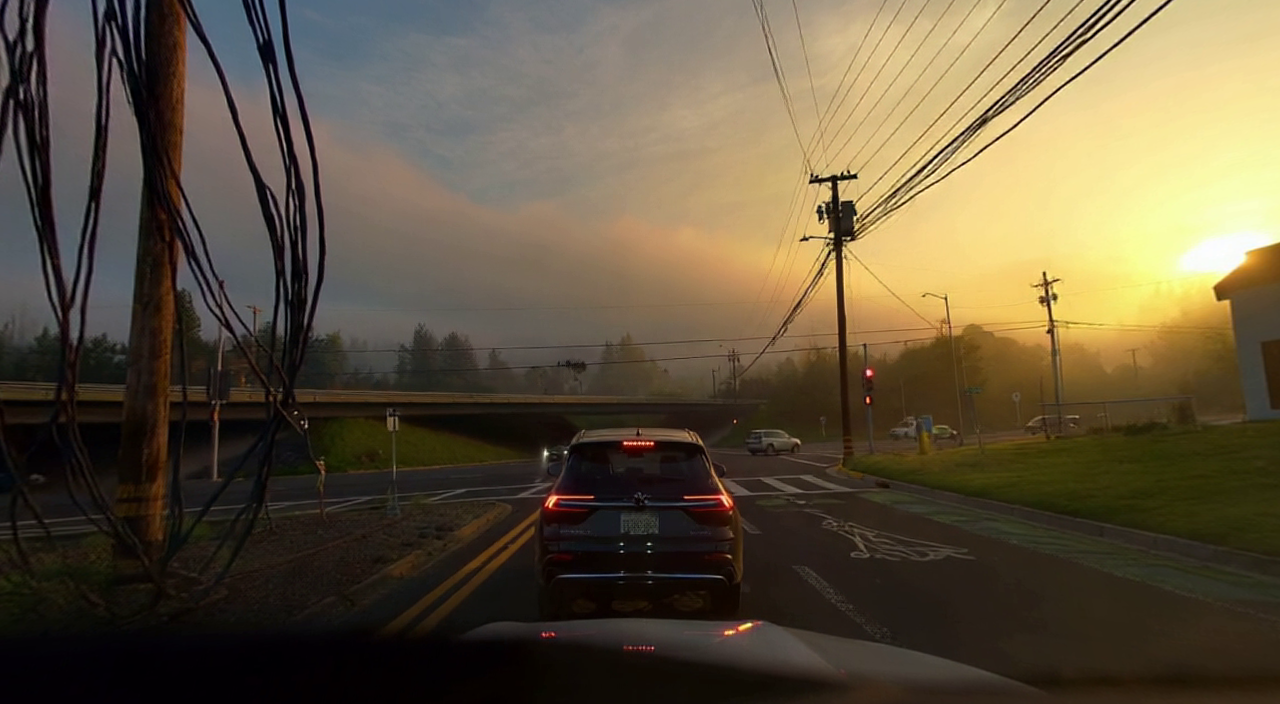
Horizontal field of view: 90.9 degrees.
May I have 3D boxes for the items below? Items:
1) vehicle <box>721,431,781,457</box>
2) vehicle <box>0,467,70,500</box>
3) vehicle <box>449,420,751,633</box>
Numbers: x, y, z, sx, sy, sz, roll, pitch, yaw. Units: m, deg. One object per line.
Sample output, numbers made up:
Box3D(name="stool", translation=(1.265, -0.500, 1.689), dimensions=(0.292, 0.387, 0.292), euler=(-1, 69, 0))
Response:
Box3D(name="vehicle", translation=(7.669, 6.326, 43.278), dimensions=(1.901, 1.637, 4.435), euler=(-8, -12, 43))
Box3D(name="vehicle", translation=(-32.263, 6.677, 31.988), dimensions=(1.808, 1.539, 4.600), euler=(-8, -11, 40))
Box3D(name="vehicle", translation=(-0.239, 1.524, 6.460), dimensions=(2.090, 1.458, 4.033), euler=(-1, -9, 1))
